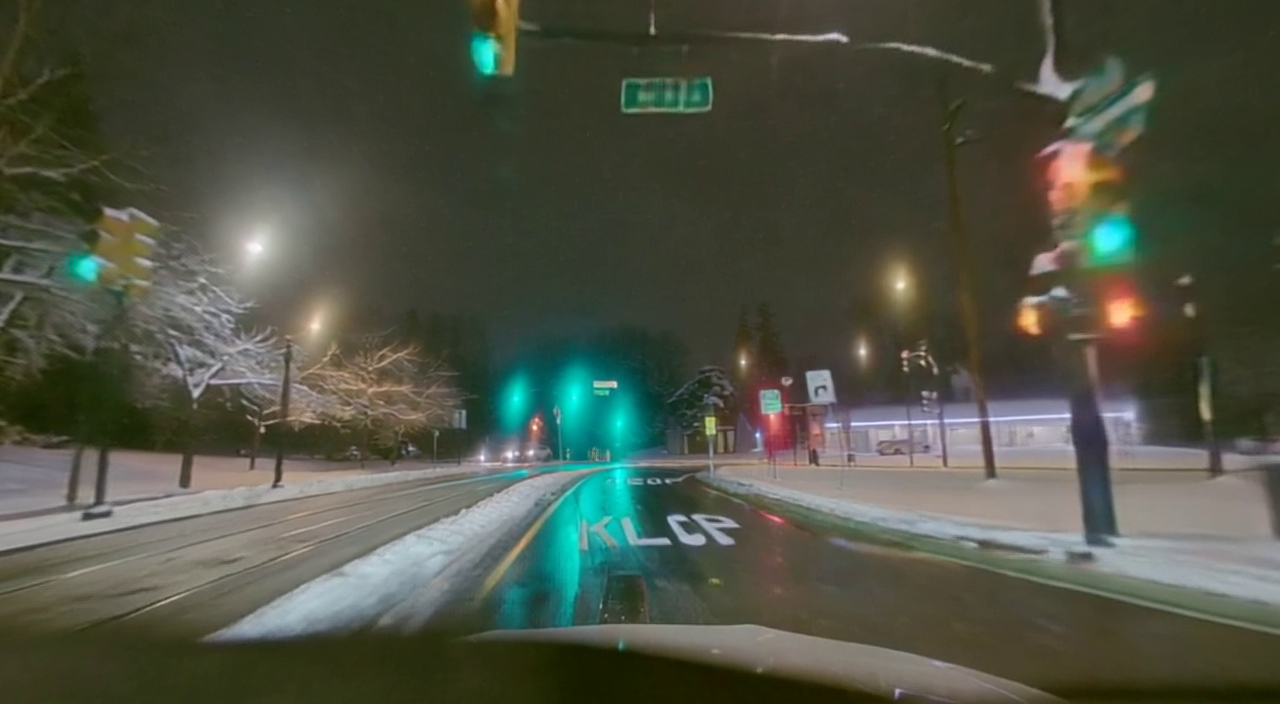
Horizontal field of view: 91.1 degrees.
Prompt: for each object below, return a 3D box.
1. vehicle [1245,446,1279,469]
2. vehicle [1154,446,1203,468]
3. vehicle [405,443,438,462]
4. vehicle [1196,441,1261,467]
[{"bbox_3d":[42.575,7.069,42.063,1.926,1.441,3.860,-4,-9,29],"label":"vehicle"},{"bbox_3d":[38.053,7.384,44.437,1.769,1.433,3.688,-6,-10,29],"label":"vehicle"},{"bbox_3d":[-17.030,7.857,49.065,1.789,1.399,4.236,2,-9,-11],"label":"vehicle"},{"bbox_3d":[40.536,7.008,43.363,2.098,1.634,4.456,-6,-10,29],"label":"vehicle"}]
